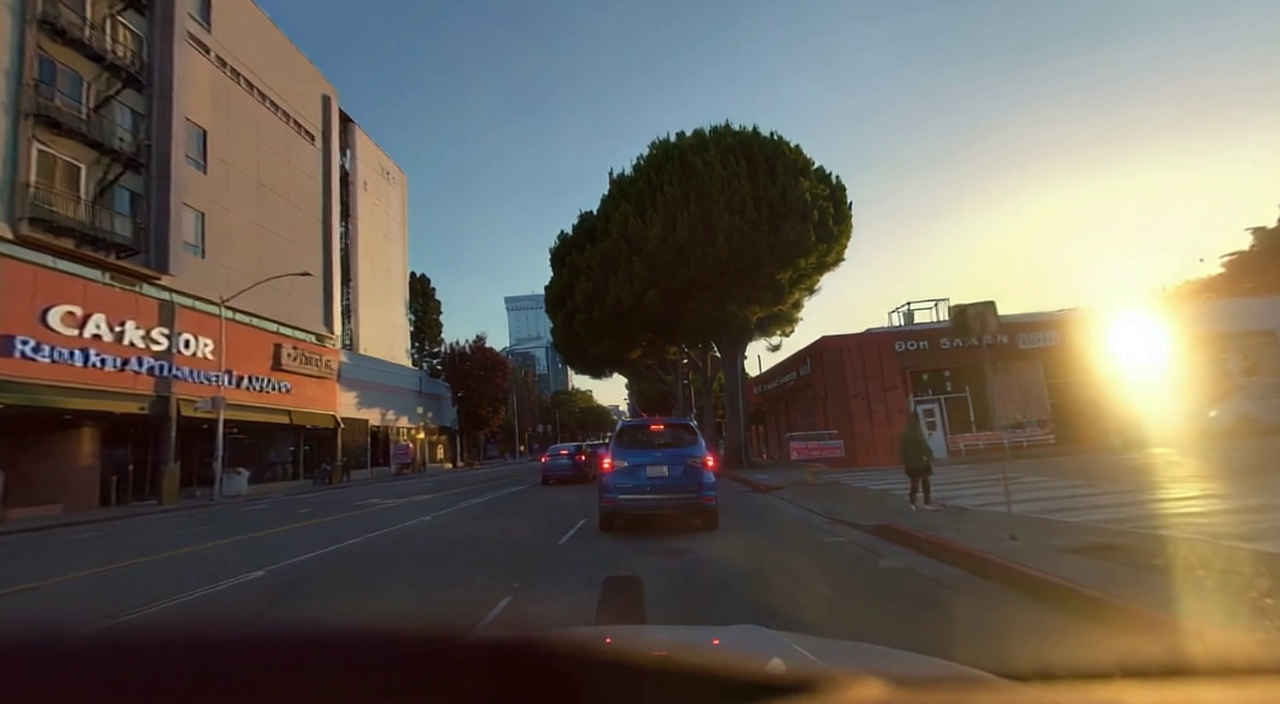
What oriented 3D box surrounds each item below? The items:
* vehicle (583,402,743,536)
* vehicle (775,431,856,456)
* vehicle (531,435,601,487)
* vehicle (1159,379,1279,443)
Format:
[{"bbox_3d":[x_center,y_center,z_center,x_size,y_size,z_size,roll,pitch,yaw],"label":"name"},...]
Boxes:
[{"bbox_3d":[0.354,2.092,11.840,2.352,1.953,4.796,0,-8,0],"label":"vehicle"},{"bbox_3d":[10.770,5.649,39.038,4.426,1.490,1.862,-1,-8,3],"label":"vehicle"},{"bbox_3d":[-2.638,3.997,23.453,2.023,1.702,4.152,-1,-8,1],"label":"vehicle"},{"bbox_3d":[16.902,1.588,16.705,4.474,1.583,1.970,-1,-8,2],"label":"vehicle"}]
